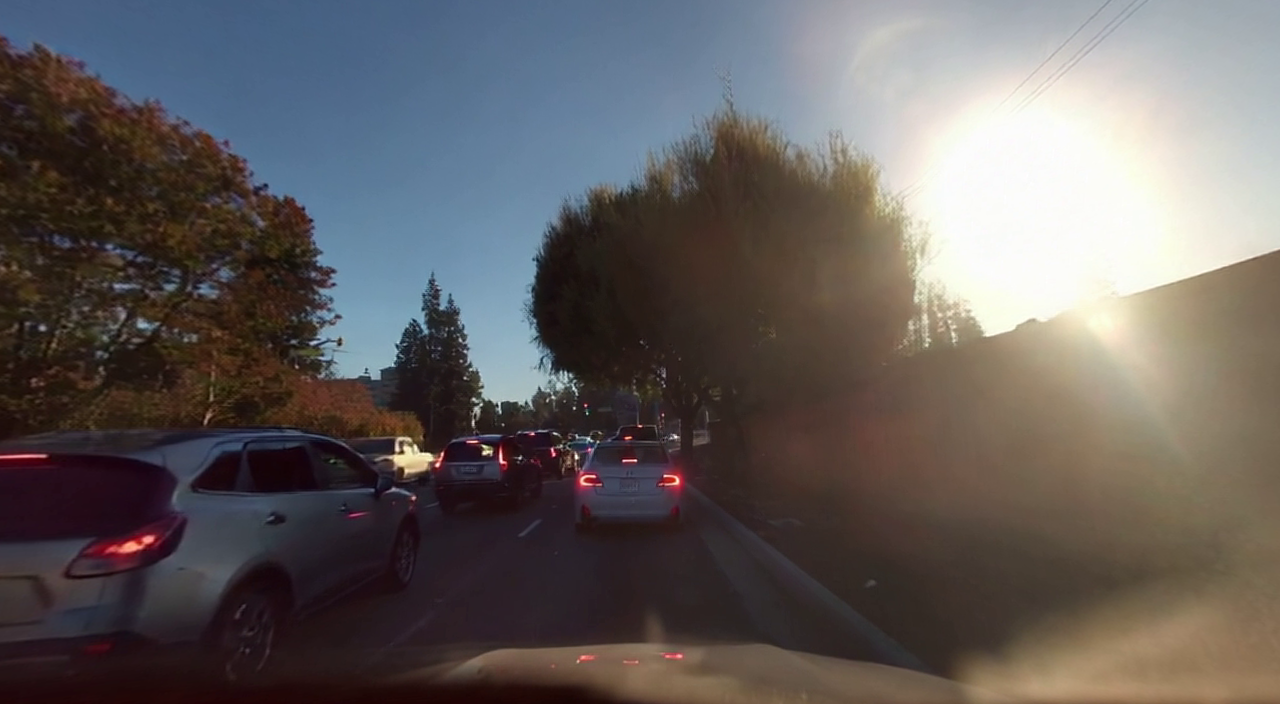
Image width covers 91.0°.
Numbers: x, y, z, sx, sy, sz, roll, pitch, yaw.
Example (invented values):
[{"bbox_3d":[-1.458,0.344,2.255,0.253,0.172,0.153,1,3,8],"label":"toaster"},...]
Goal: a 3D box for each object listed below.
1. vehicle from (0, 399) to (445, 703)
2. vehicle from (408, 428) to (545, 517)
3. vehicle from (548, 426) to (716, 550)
[{"bbox_3d":[-3.157,1.268,4.510,1.980,1.520,4.636,0,-8,1],"label":"vehicle"},{"bbox_3d":[-3.228,2.444,13.234,1.850,1.582,3.688,0,-8,0],"label":"vehicle"},{"bbox_3d":[-0.130,1.907,9.490,1.995,1.460,3.865,0,-8,-1],"label":"vehicle"}]
